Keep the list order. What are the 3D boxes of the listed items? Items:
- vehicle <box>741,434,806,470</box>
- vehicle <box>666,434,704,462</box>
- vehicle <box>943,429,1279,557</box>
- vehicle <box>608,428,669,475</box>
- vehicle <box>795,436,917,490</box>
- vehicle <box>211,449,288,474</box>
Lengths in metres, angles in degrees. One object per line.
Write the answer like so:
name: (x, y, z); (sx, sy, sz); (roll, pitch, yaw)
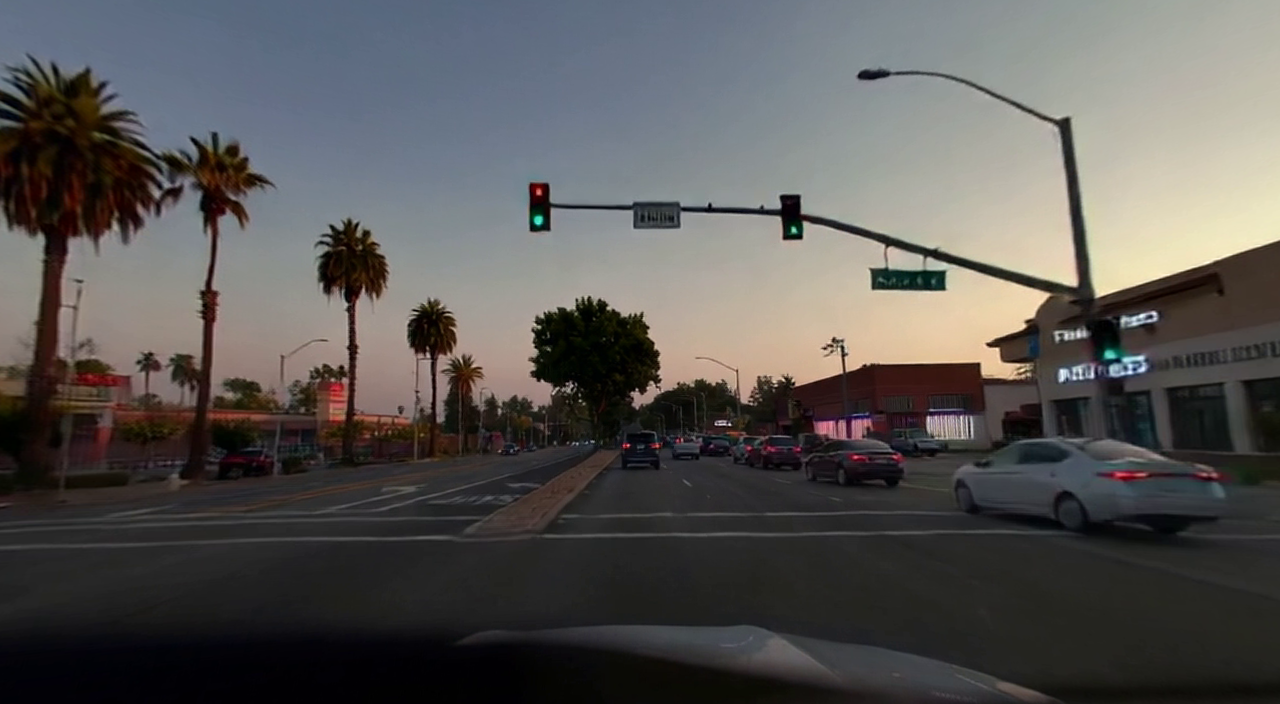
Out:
vehicle: (6.575, 5.002, 31.677); (2.100, 1.675, 4.536); (0, -9, -2)
vehicle: (3.018, 6.600, 43.406); (2.187, 1.777, 4.444); (0, -9, -2)
vehicle: (6.704, 1.969, 9.594); (1.902, 1.461, 4.428); (0, -9, -2)
vehicle: (-0.106, 4.310, 27.526); (2.428, 1.816, 4.959); (0, -9, -1)
vehicle: (6.624, 3.470, 20.126); (2.038, 1.476, 5.032); (0, -9, -1)
vehicle: (-27.810, 7.784, 45.098); (4.139, 1.702, 2.040); (0, -9, -2)
